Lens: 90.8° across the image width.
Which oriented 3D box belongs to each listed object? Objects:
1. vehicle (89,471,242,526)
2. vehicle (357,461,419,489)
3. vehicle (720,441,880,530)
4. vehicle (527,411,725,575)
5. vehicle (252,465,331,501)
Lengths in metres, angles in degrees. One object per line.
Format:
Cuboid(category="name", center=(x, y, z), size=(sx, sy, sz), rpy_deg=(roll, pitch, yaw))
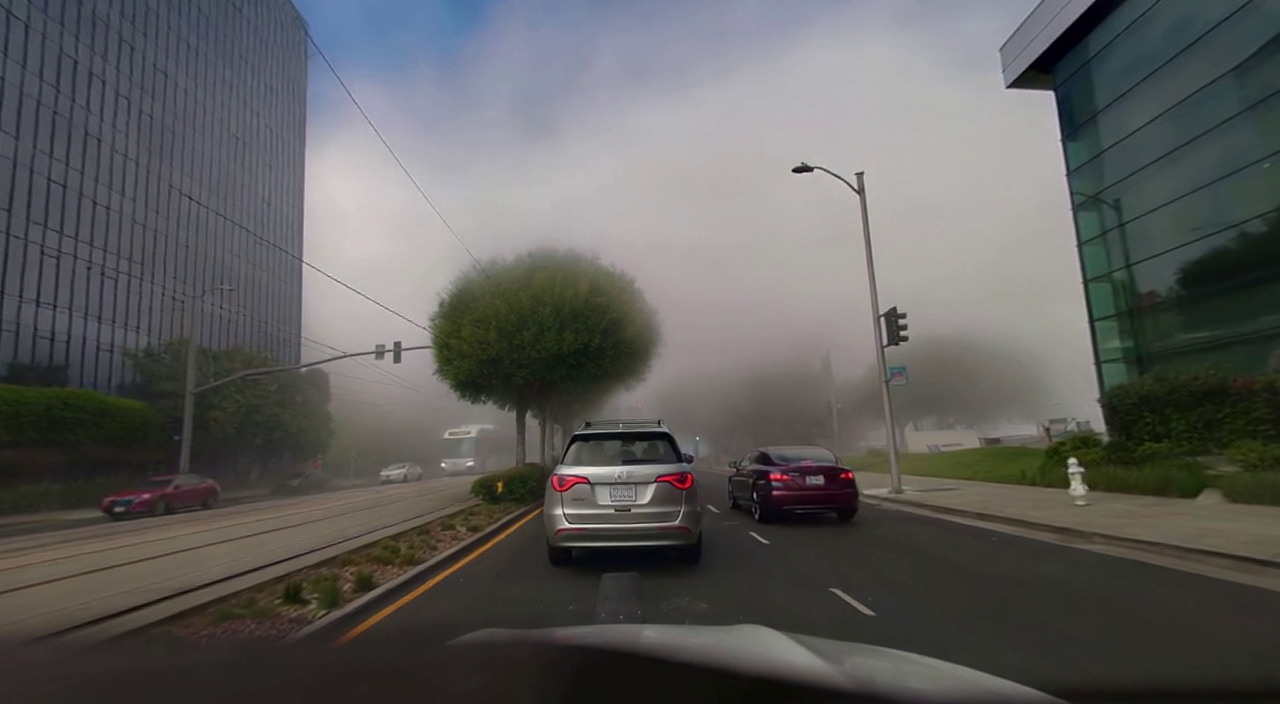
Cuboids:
Cuboid(category="vehicle", center=(-15.308, 4.724, 20.749), size=(1.798, 1.409, 4.239), rpy_deg=(0, -8, -1))
Cuboid(category="vehicle", center=(-15.565, 7.605, 39.308), size=(2.077, 1.458, 4.718), rpy_deg=(0, -8, -3))
Cuboid(category="vehicle", center=(3.000, 2.592, 12.953), size=(1.993, 1.480, 4.324), rpy_deg=(0, -8, -2))
Cuboid(category="vehicle", center=(-0.248, 1.869, 9.164), size=(2.178, 1.779, 4.255), rpy_deg=(0, -8, -3))
Cuboid(category="vehicle", center=(-19.678, 7.385, 35.891), size=(2.066, 1.700, 4.536), rpy_deg=(0, -9, -3))
